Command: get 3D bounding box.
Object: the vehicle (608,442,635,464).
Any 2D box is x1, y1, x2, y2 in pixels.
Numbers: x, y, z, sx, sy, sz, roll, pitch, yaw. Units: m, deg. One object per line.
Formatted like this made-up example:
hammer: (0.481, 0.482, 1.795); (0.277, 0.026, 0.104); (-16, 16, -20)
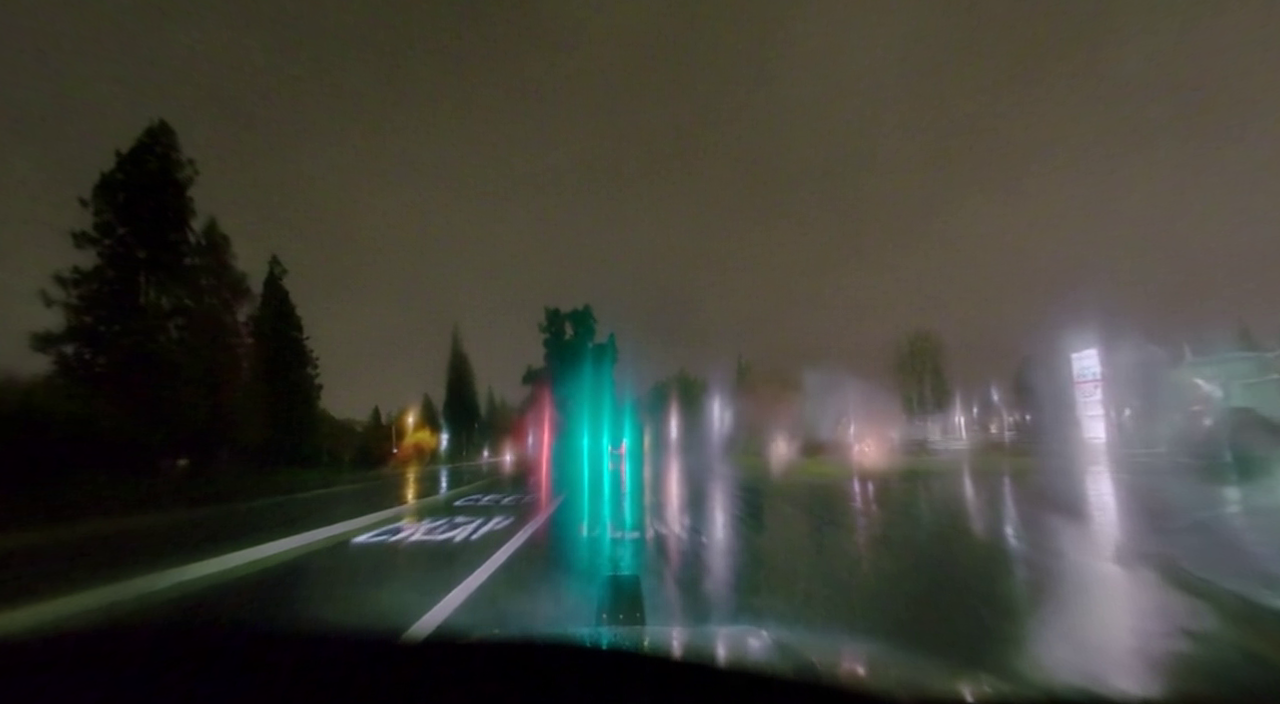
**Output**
vehicle: (-1.450, 7.880, 49.449); (2.045, 1.613, 4.210); (0, -8, -2)
